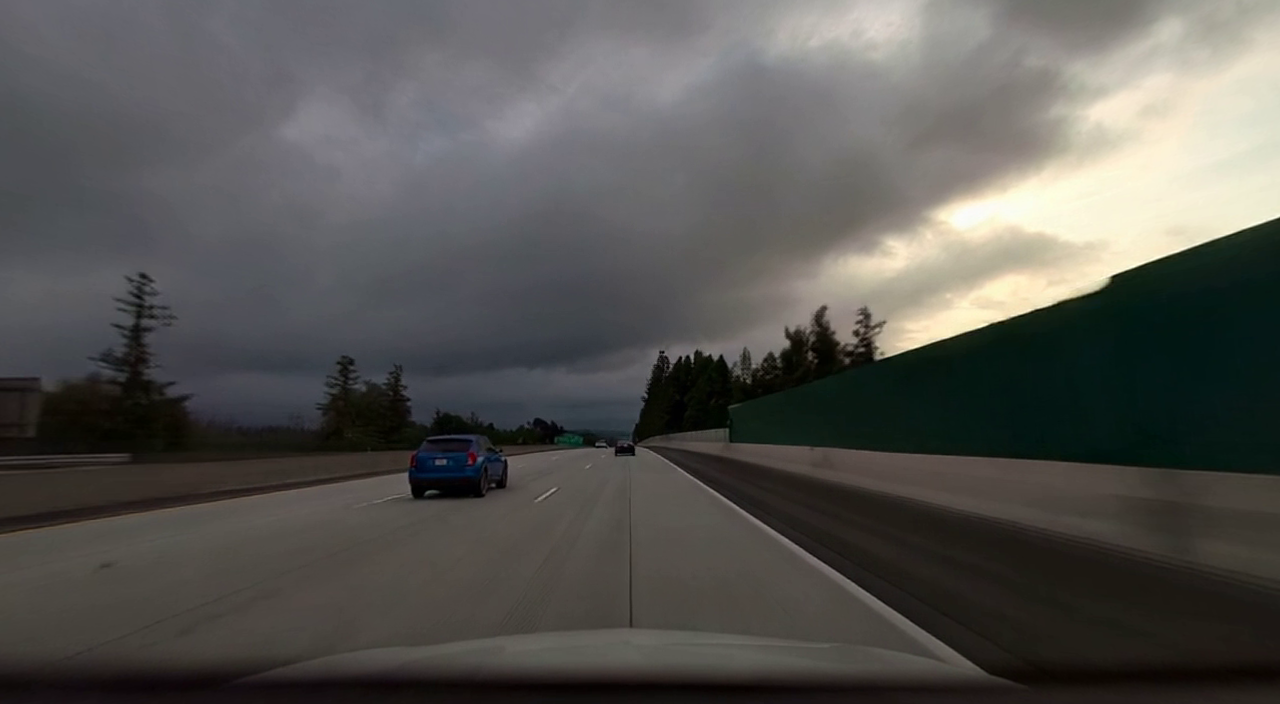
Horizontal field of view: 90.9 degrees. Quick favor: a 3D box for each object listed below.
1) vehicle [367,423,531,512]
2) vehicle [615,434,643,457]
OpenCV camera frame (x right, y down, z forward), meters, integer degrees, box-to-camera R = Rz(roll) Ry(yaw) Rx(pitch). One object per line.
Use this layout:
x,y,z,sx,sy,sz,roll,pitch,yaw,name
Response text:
-3.793,2.358,13.579,2.072,1.545,4.767,0,-8,0,vehicle
-0.764,6.396,43.344,1.836,1.450,3.519,0,-8,-1,vehicle
